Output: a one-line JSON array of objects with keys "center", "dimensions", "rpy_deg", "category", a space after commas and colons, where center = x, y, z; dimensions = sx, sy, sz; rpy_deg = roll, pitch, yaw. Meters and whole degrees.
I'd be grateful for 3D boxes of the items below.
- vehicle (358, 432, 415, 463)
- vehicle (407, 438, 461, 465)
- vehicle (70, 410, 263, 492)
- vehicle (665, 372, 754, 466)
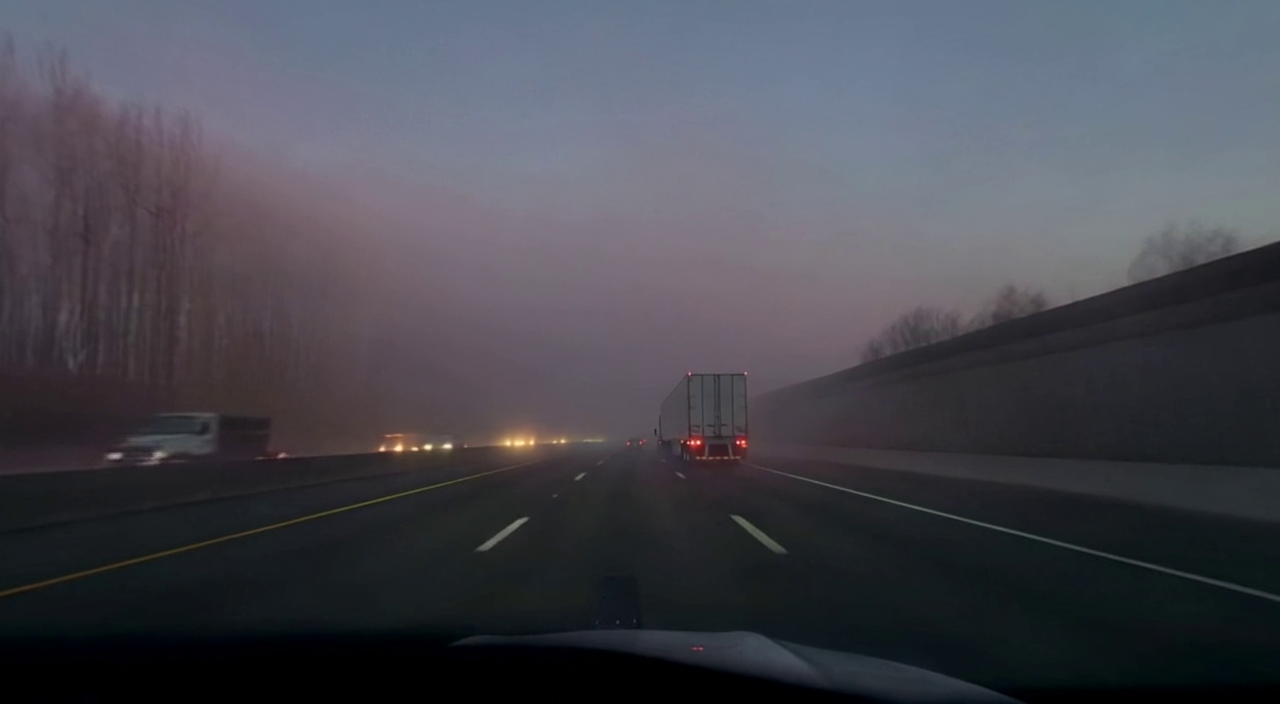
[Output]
[{"center": [-19.824, 7.462, 49.412], "dimensions": [2.313, 2.319, 5.079], "rpy_deg": [0, -8, 0], "category": "vehicle"}, {"center": [-12.410, 5.980, 38.136], "dimensions": [1.838, 1.534, 4.240], "rpy_deg": [0, -8, -1], "category": "vehicle"}, {"center": [-15.922, 3.343, 21.723], "dimensions": [2.353, 2.443, 5.476], "rpy_deg": [0, -8, 0], "category": "vehicle"}, {"center": [3.407, 4.009, 35.893], "dimensions": [2.979, 4.161, 15.508], "rpy_deg": [0, -8, -1], "category": "vehicle"}]
